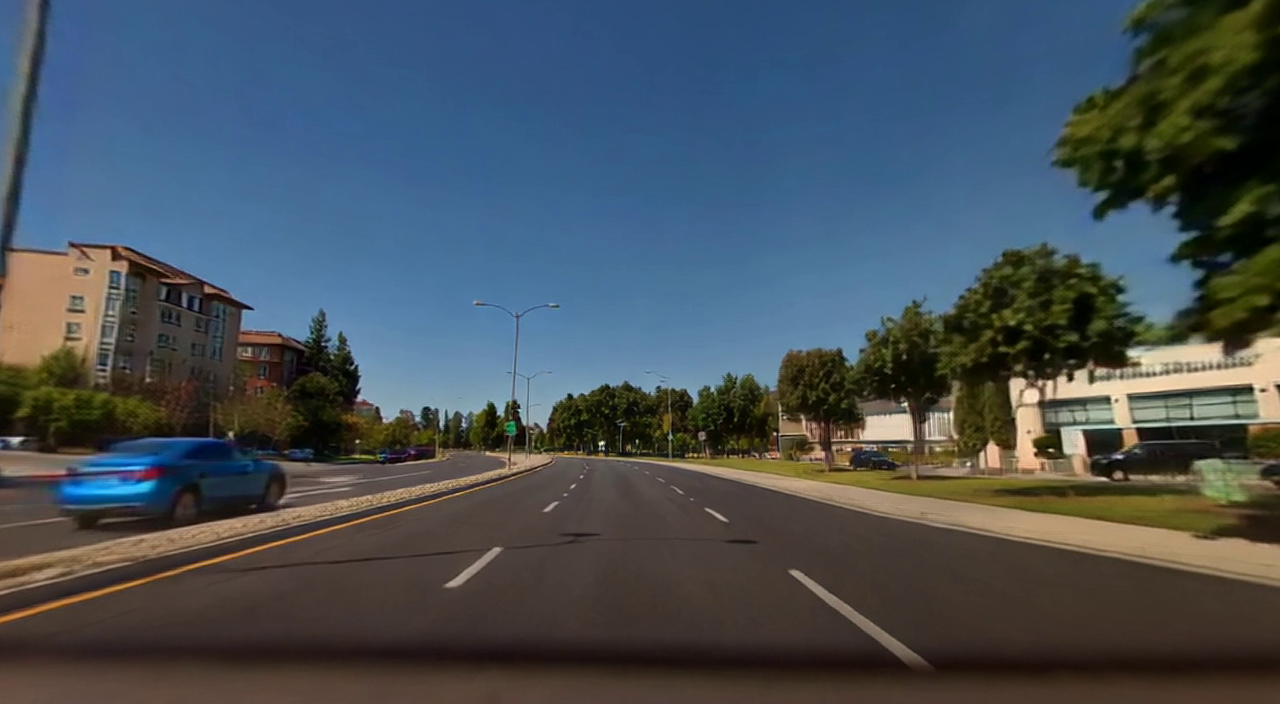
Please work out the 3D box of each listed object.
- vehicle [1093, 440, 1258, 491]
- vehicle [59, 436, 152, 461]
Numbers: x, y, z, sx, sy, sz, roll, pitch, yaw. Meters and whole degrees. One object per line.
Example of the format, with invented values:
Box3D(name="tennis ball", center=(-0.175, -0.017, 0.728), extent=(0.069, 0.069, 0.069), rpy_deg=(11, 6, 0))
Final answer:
Box3D(name="vehicle", center=(31.813, 6.724, 37.923), extent=(2.649, 2.623, 6.928), rpy_deg=(8, -10, -26))
Box3D(name="vehicle", center=(-41.427, 7.552, 49.092), extent=(4.875, 1.819, 2.218), rpy_deg=(4, -11, -19))
